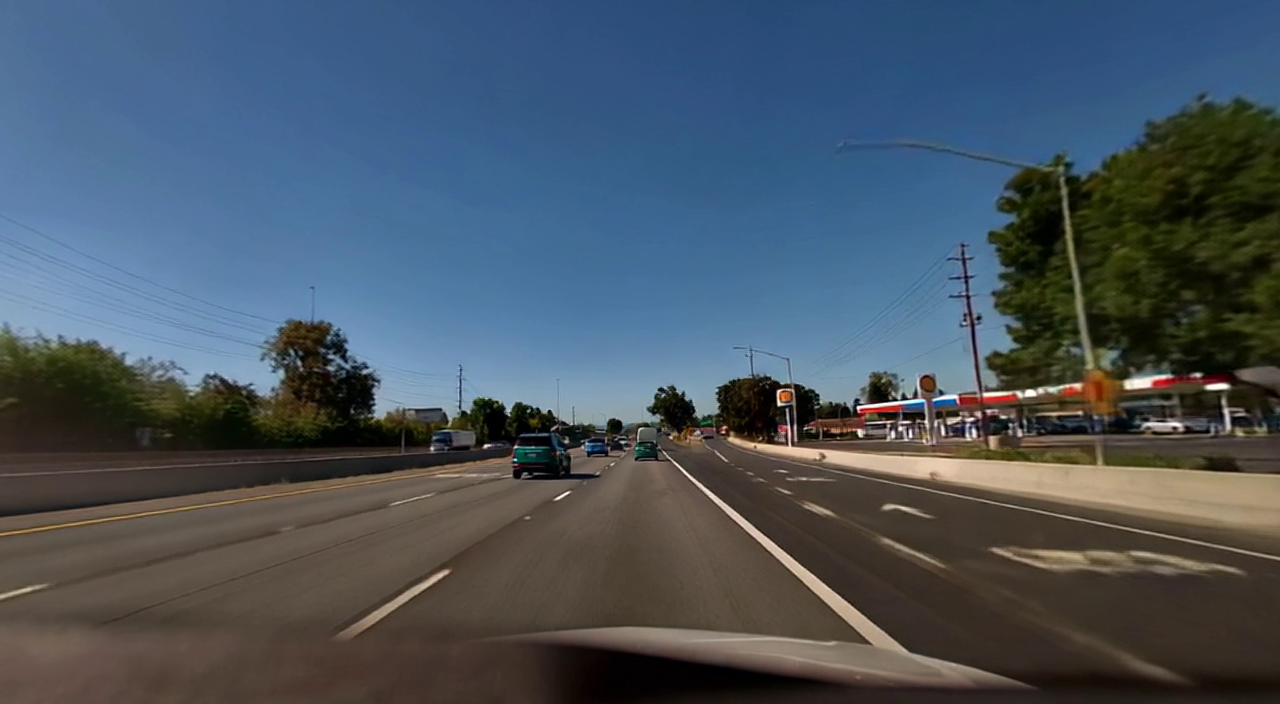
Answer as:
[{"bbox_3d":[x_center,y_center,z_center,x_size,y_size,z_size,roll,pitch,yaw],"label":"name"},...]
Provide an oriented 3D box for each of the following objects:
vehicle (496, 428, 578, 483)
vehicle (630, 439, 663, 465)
[{"bbox_3d":[-3.827,3.930,24.256,2.273,1.884,4.515,0,-8,1],"label":"vehicle"},{"bbox_3d":[0.349,6.220,39.508,1.982,1.524,3.800,0,-8,-1],"label":"vehicle"}]
